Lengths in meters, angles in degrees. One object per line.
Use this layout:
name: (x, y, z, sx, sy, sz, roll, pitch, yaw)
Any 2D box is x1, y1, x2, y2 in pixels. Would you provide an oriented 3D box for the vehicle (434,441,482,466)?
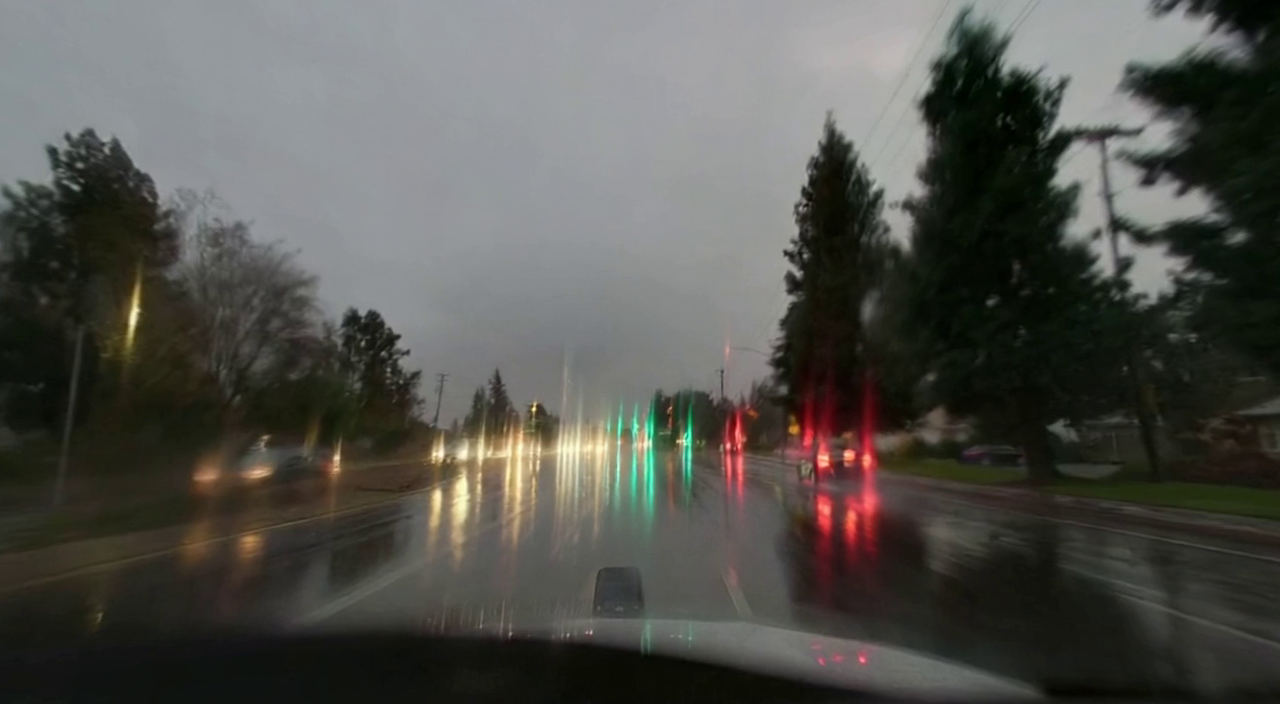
vehicle: (-12.521, 7.002, 43.693, 1.992, 1.651, 4.486, 0, -8, -1)

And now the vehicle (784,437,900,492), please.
vehicle: (6.172, 3.489, 20.014, 2.113, 1.520, 4.650, 0, -8, 0)

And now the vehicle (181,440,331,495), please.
vehicle: (-11.856, 3.569, 19.966, 1.940, 1.517, 4.626, 0, -8, -1)
